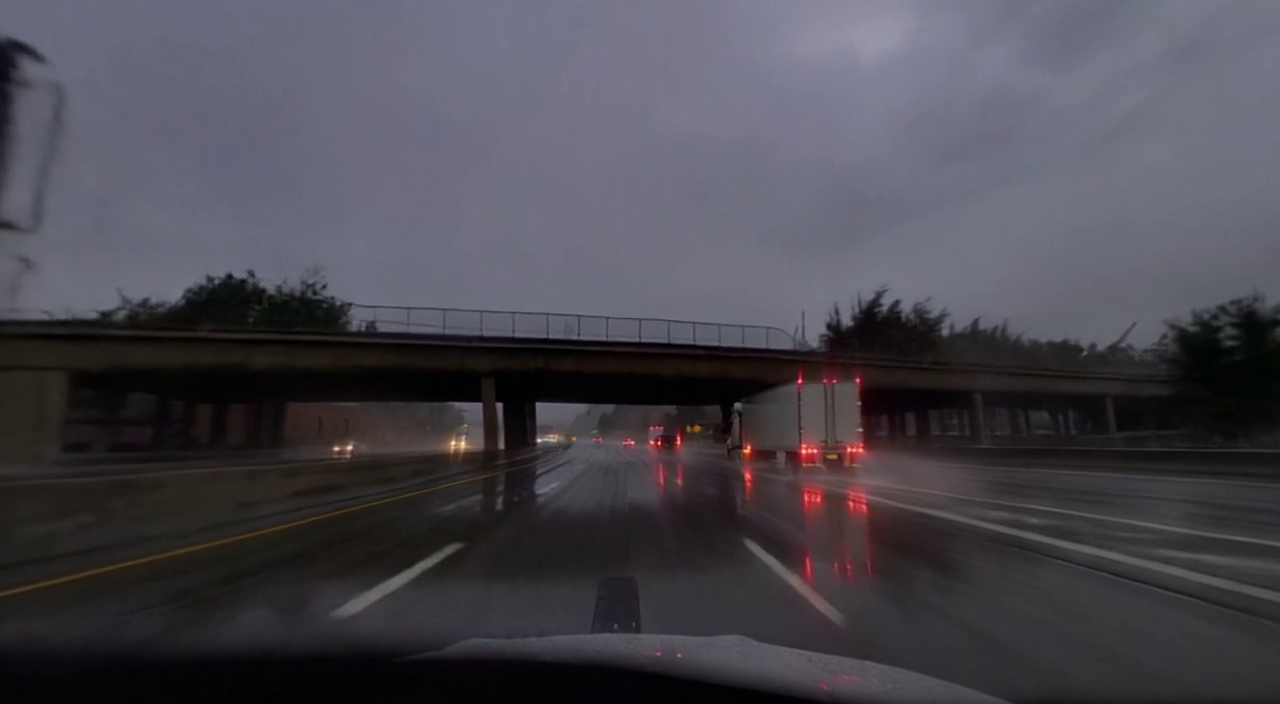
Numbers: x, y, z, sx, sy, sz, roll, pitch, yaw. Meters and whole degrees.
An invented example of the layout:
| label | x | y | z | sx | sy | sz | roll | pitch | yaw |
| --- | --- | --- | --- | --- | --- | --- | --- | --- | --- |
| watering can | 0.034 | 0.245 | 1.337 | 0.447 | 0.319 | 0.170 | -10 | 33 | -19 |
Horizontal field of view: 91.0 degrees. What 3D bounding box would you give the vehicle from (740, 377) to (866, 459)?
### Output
| label | x | y | z | sx | sy | sz | roll | pitch | yaw |
| --- | --- | --- | --- | --- | --- | --- | --- | --- | --- |
| vehicle | 9.141 | 4.198 | 37.798 | 2.855 | 4.053 | 13.328 | 0 | -8 | -5 |
